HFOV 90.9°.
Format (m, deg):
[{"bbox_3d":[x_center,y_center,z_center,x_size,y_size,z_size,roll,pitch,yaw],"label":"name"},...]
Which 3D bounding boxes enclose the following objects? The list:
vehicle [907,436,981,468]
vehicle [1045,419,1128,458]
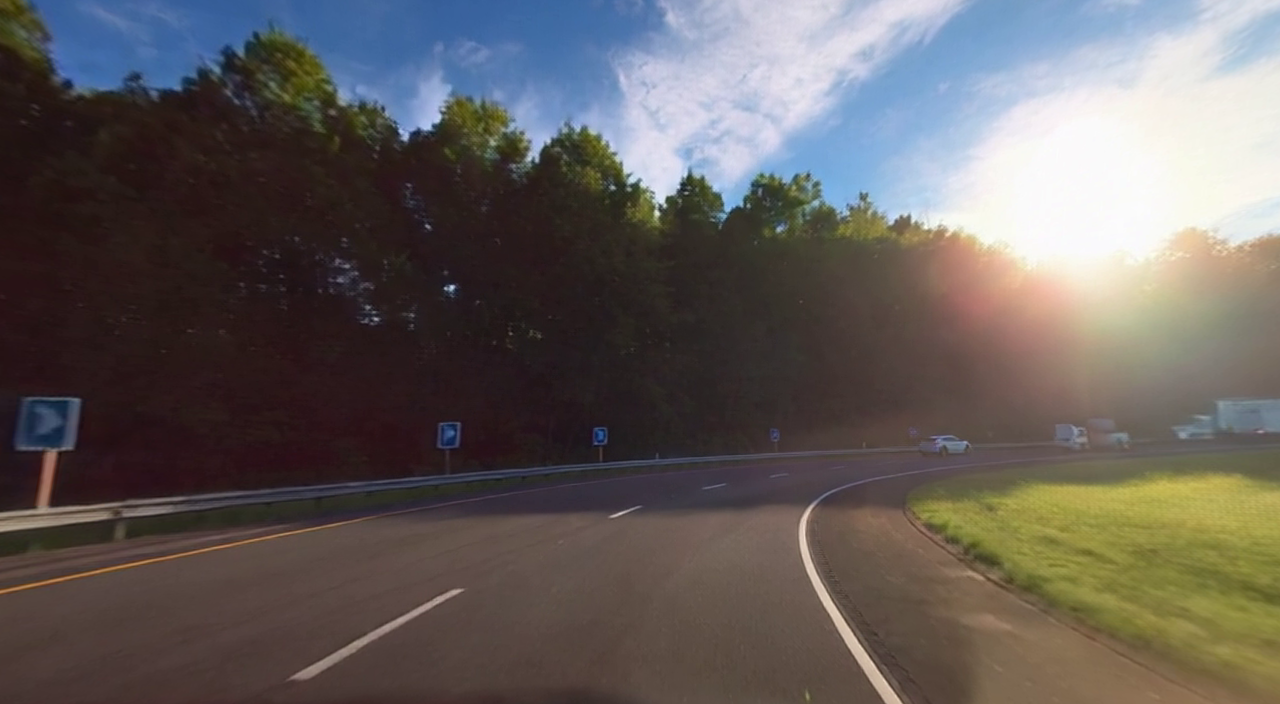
[{"bbox_3d":[17.196,5.631,35.586,4.325,1.674,2.221,8,-12,-42],"label":"vehicle"},{"bbox_3d":[34.284,6.658,48.387,5.981,2.823,2.498,4,-10,-27],"label":"vehicle"}]
